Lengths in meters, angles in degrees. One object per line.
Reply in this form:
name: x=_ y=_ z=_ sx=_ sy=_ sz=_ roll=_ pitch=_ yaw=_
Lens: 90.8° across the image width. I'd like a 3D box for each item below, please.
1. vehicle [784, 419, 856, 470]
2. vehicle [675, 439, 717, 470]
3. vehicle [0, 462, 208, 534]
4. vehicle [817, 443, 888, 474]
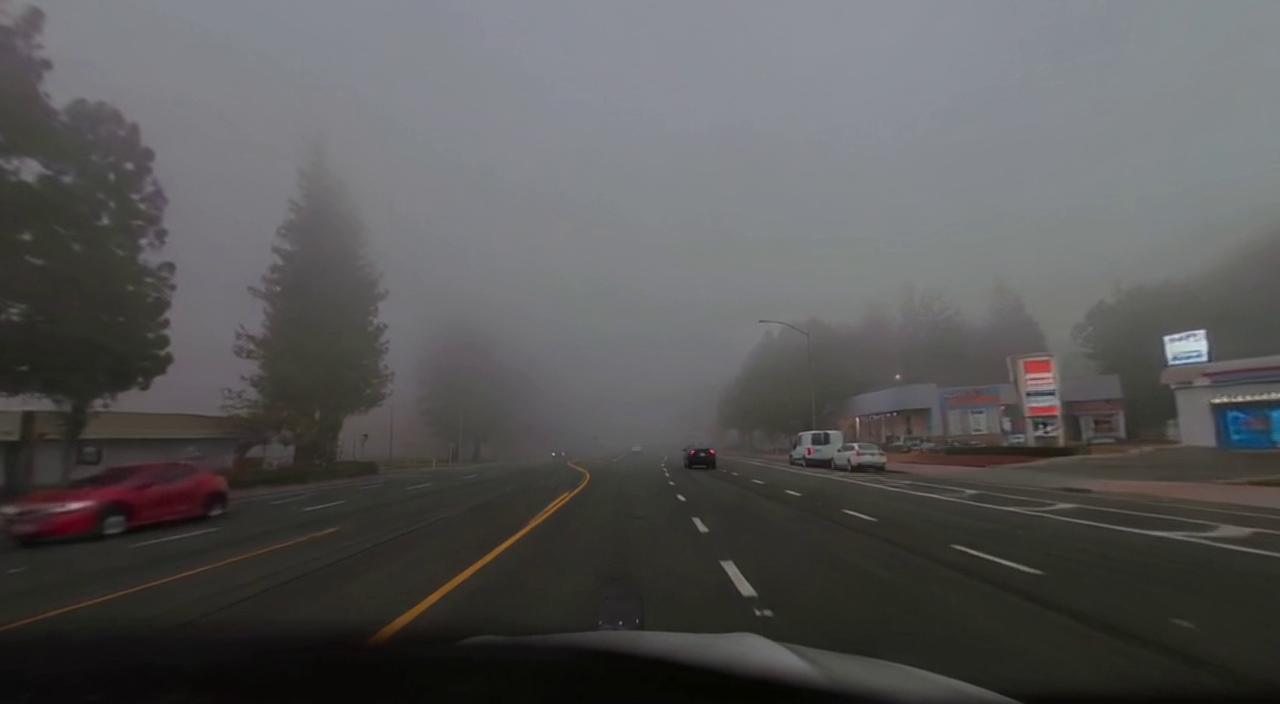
vehicle: x=10.552 y=5.497 z=37.553 sx=2.507 sy=2.745 sz=5.779 roll=0 pitch=-9 yaw=0
vehicle: x=3.178 y=5.903 z=36.551 sx=1.957 sy=1.643 sz=4.226 roll=0 pitch=-9 yaw=-1
vehicle: x=-13.582 y=3.628 z=16.256 sx=1.875 sy=1.493 sz=4.355 roll=0 pitch=-9 yaw=-1
vehicle: x=10.550 y=5.328 z=31.773 sx=1.857 sy=1.411 sz=4.859 roll=0 pitch=-9 yaw=0
